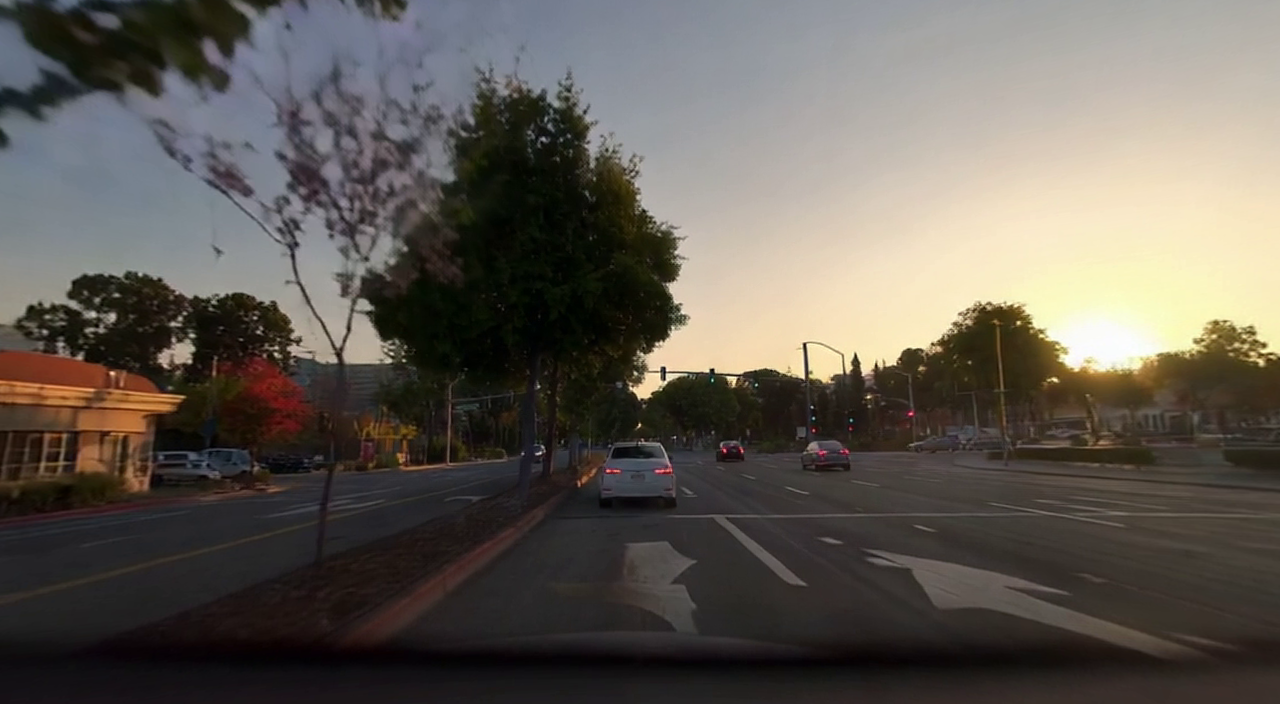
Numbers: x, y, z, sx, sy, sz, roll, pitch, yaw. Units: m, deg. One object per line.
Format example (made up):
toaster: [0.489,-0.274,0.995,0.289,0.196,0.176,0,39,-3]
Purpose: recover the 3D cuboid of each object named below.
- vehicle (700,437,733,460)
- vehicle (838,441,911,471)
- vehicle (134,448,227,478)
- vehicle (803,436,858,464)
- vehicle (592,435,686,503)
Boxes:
vehicle: [5.982,7.608,49.956,1.957,1.755,4.331,0,-9,-1]
vehicle: [12.485,5.539,33.960,2.059,1.482,4.568,0,-9,-2]
vehicle: [-30.325,7.322,41.906,4.758,1.809,2.114,6,-10,-33]
vehicle: [12.964,6.726,43.349,1.981,1.746,5.375,0,-9,-1]
vehicle: [-0.064,2.894,15.985,2.064,1.477,3.968,0,-9,-1]
